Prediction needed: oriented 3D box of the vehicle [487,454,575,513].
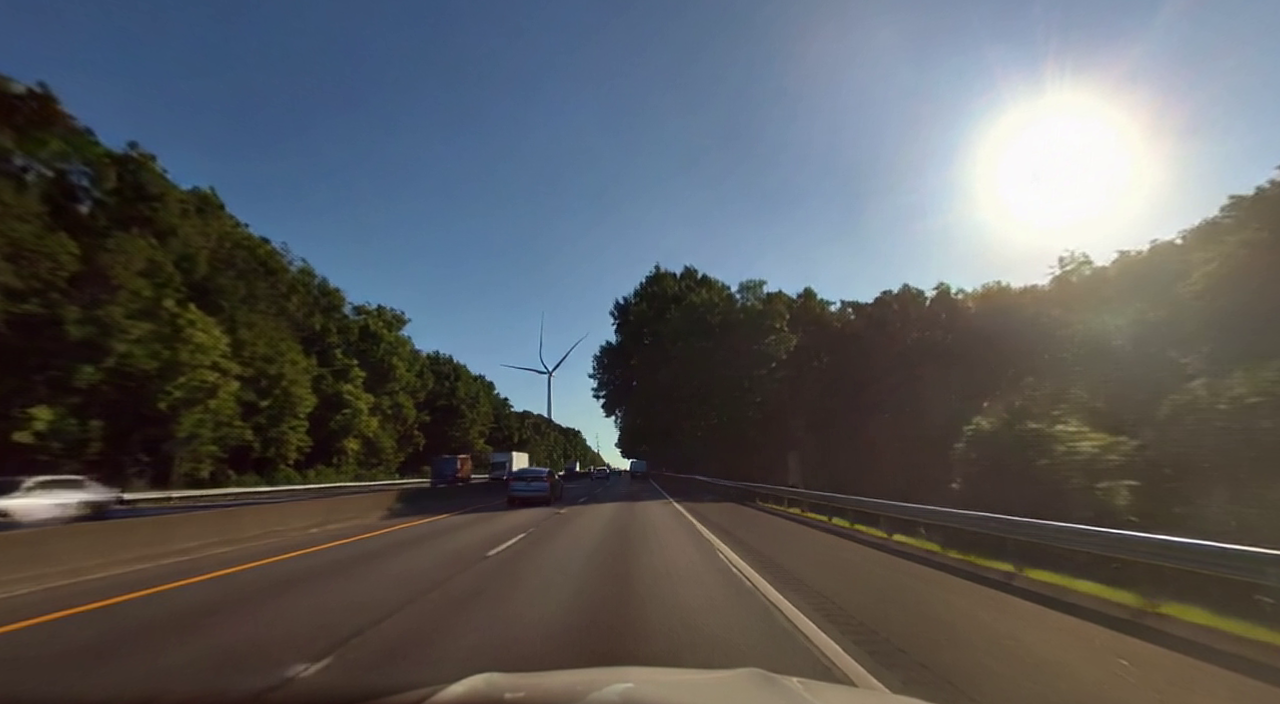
[{"bbox_3d":[-3.508,4.386,21.265,2.124,1.705,4.440,1,-11,1],"label":"vehicle"}]
